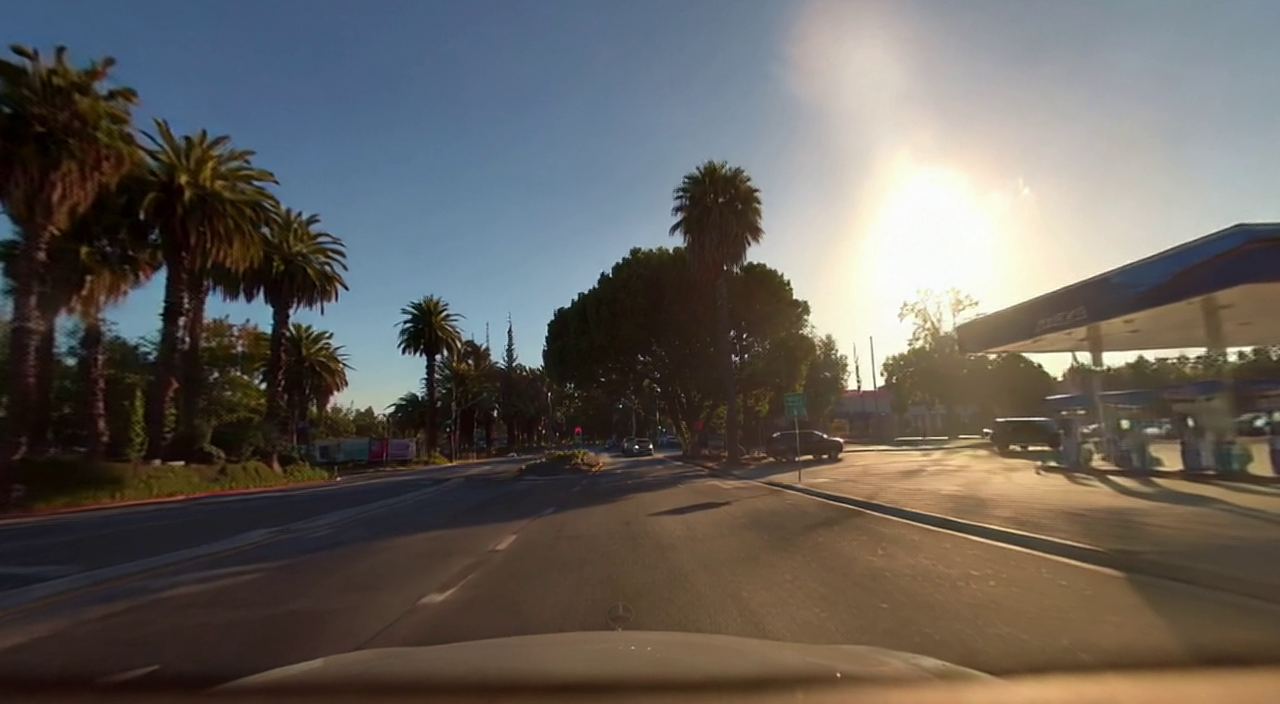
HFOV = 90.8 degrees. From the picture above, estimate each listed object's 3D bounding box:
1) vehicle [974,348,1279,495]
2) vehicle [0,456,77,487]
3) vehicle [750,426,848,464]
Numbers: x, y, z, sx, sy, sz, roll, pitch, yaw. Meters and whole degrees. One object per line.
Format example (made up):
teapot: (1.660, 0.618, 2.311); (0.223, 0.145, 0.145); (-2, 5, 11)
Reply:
vehicle: (13.422, 2.072, 17.079); (2.944, 2.783, 10.332); (0, -9, -1)
vehicle: (-36.319, 7.001, 37.324); (1.917, 1.684, 4.567); (0, -9, -2)
vehicle: (9.648, 5.640, 38.141); (6.059, 2.082, 2.703); (7, -11, -41)
